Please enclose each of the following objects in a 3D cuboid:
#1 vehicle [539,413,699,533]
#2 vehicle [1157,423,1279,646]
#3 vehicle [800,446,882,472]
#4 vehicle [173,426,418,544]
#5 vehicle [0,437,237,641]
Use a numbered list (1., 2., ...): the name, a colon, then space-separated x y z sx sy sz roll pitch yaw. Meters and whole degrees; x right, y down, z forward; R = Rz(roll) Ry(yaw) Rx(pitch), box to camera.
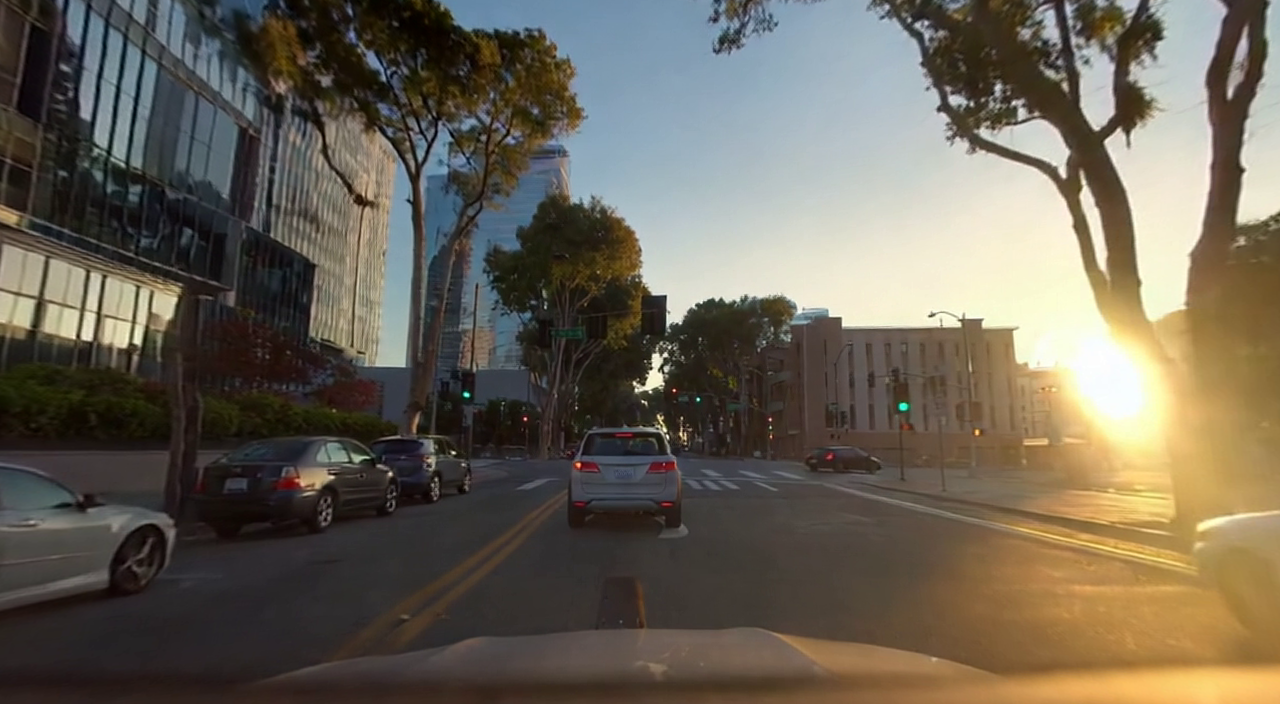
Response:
1. vehicle: -0.272 2.017 11.010 2.258 1.687 3.934 0 -9 1
2. vehicle: 5.951 1.226 3.664 2.004 1.699 4.525 0 -9 -1
3. vehicle: 12.823 6.819 40.377 4.638 1.555 1.824 2 -9 -12
4. vehicle: -5.780 2.259 11.447 1.904 1.684 4.529 0 -8 -1
5. vehicle: -5.566 1.389 4.771 1.841 1.466 4.364 -1 -9 6
